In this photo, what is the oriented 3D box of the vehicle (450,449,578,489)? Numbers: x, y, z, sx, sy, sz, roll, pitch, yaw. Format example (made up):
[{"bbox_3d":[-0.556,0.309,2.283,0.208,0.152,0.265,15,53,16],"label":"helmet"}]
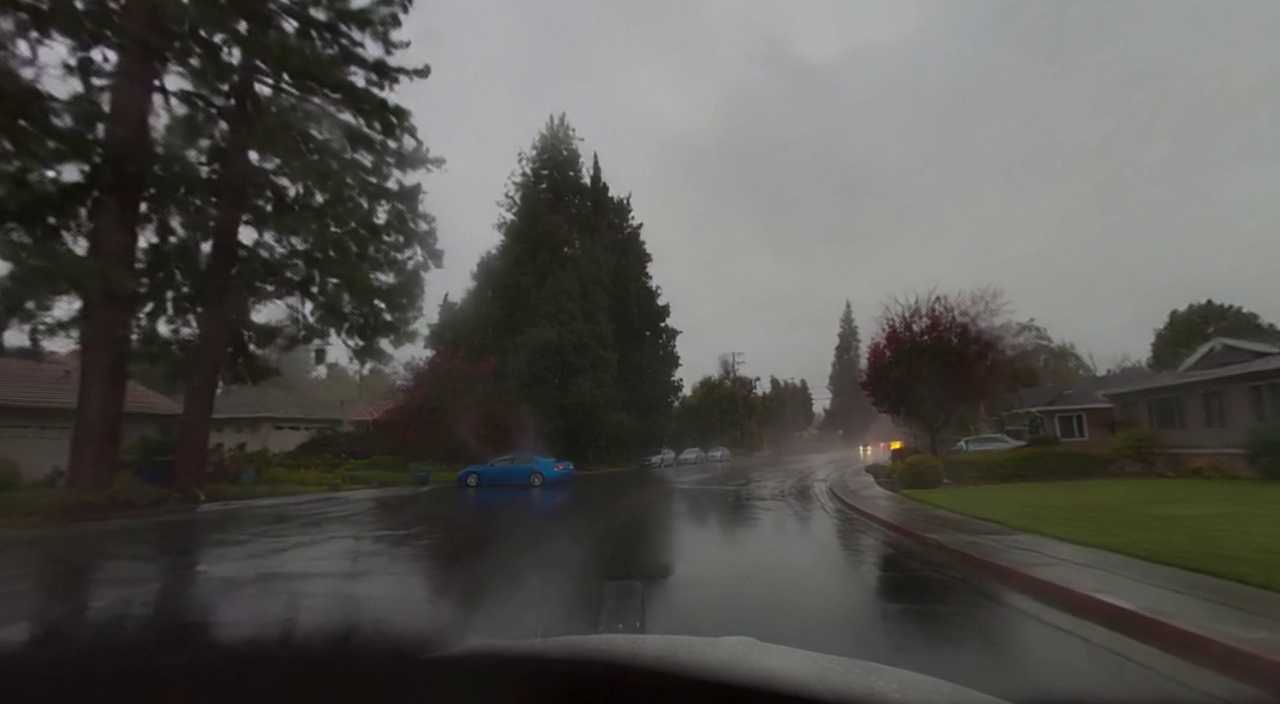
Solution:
[{"bbox_3d":[-5.046,4.670,25.551,4.653,1.480,1.871,-2,-9,12],"label":"vehicle"}]
